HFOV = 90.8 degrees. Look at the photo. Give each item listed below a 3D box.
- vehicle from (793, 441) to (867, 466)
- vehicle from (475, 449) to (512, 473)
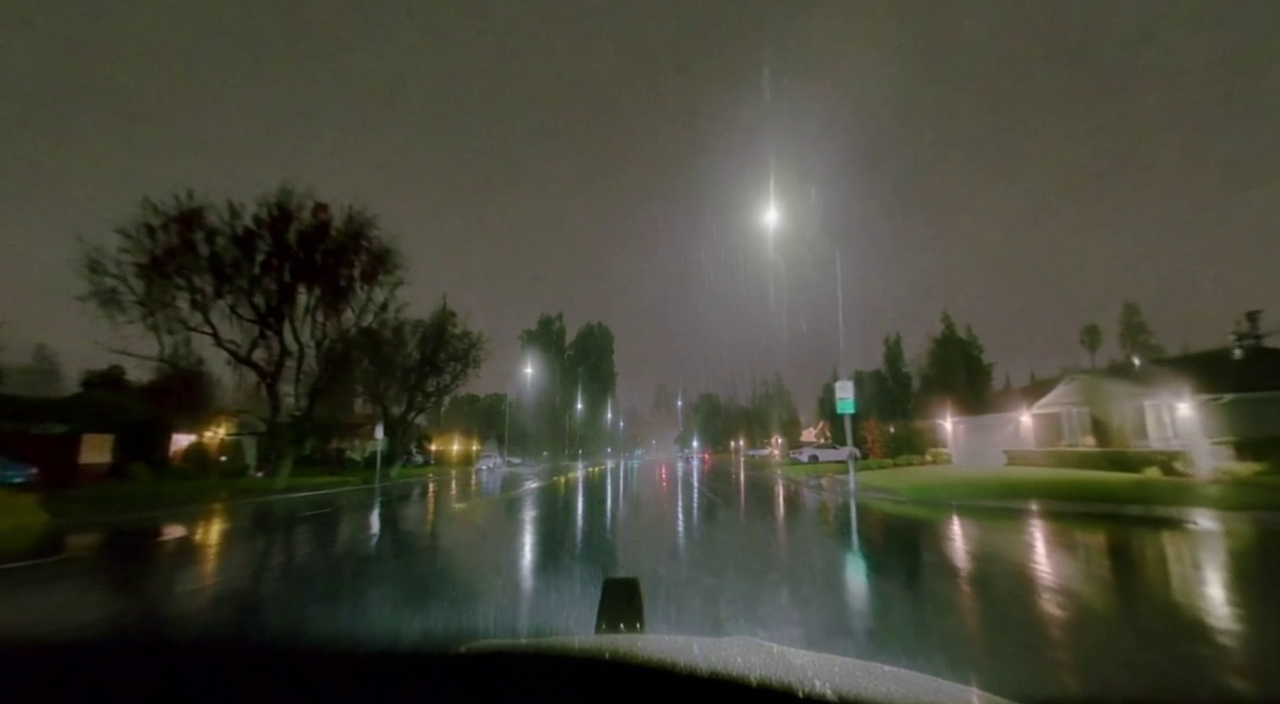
[{"bbox_3d":[13.932,7.475,46.546,4.775,1.524,1.983,-4,-9,3],"label":"vehicle"},{"bbox_3d":[-11.466,8.601,49.808,2.020,1.691,4.308,-1,-10,-2],"label":"vehicle"}]
